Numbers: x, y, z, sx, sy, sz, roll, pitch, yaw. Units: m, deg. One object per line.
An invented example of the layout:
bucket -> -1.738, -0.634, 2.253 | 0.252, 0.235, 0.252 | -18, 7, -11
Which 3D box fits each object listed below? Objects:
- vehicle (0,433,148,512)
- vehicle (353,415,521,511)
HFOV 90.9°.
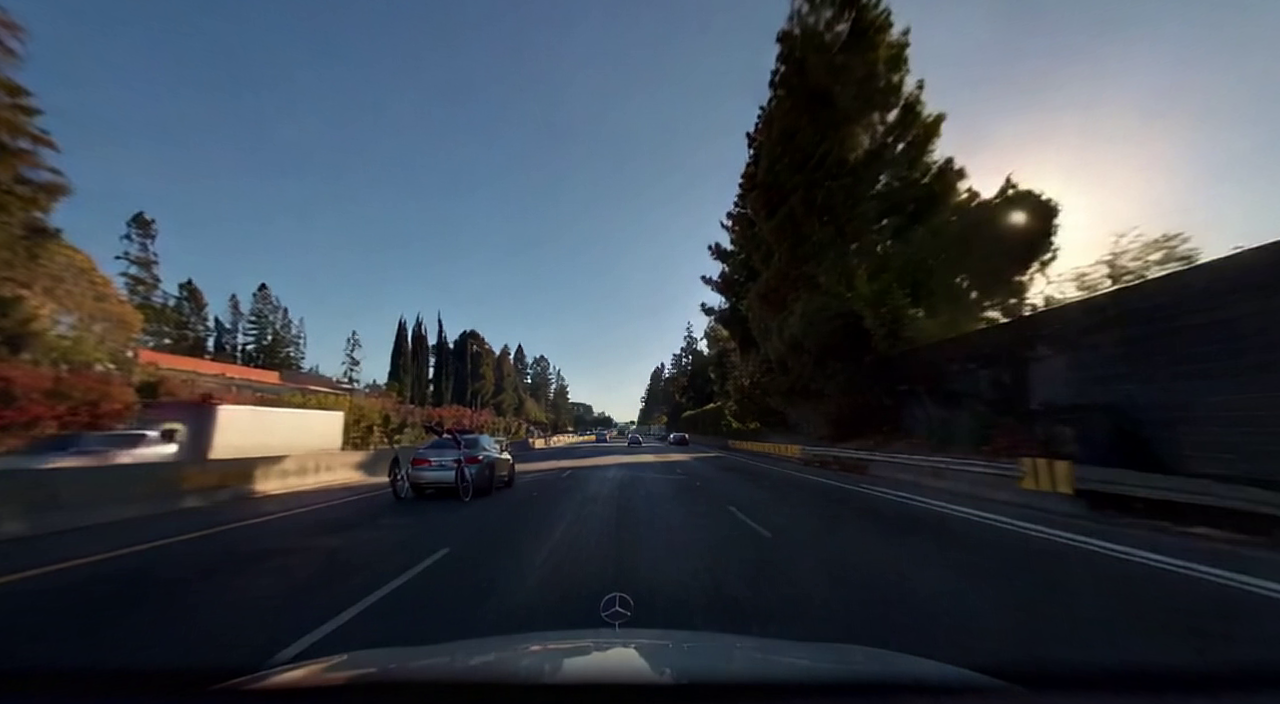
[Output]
vehicle -> -12.956, 2.428, 13.057 | 1.900, 1.462, 4.525 | 0, -8, -1
vehicle -> -3.948, 2.221, 13.188 | 2.064, 1.647, 4.381 | 0, -8, 0
